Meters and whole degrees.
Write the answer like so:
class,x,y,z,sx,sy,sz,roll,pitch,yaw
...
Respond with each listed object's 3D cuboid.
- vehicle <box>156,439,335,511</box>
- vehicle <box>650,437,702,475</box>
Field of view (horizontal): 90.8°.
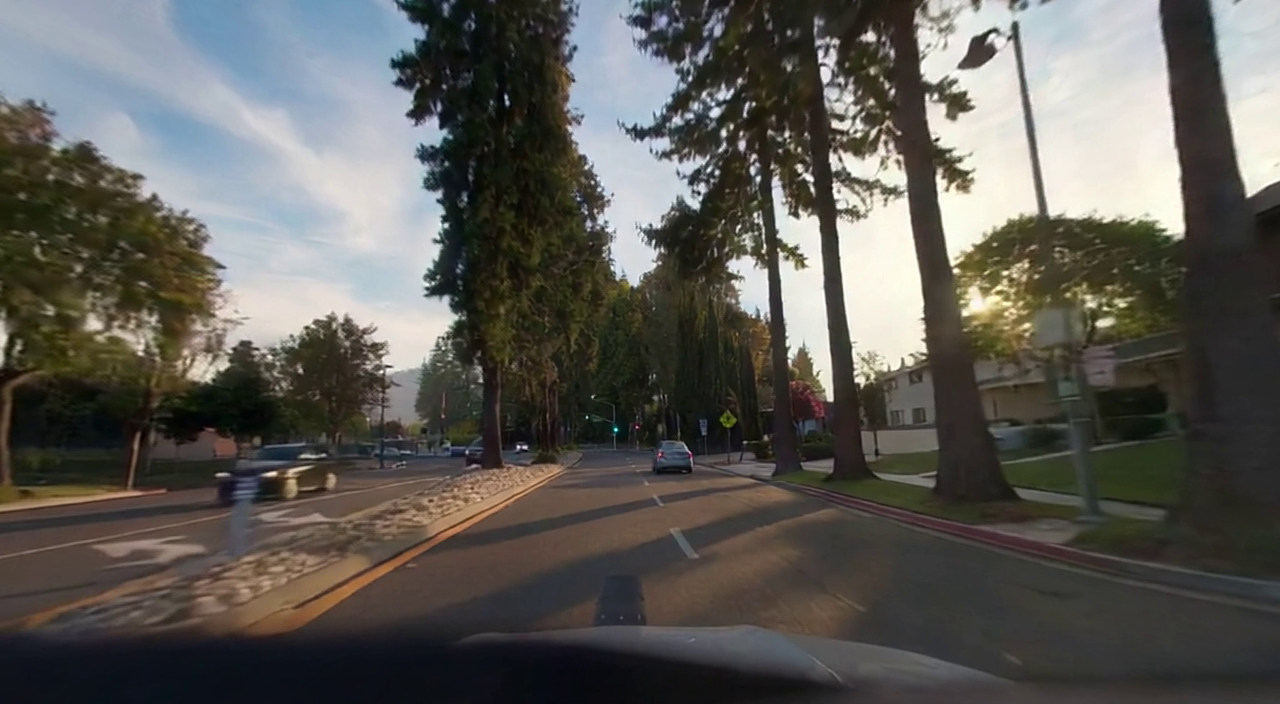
class,x,y,z,sx,sy,sz,roll,pitch,yaw
vehicle,-9.281,2.886,15.341,1.886,1.486,3.913,0,-8,-2
vehicle,1.625,4.935,30.231,1.990,1.707,4.225,0,-8,-4
